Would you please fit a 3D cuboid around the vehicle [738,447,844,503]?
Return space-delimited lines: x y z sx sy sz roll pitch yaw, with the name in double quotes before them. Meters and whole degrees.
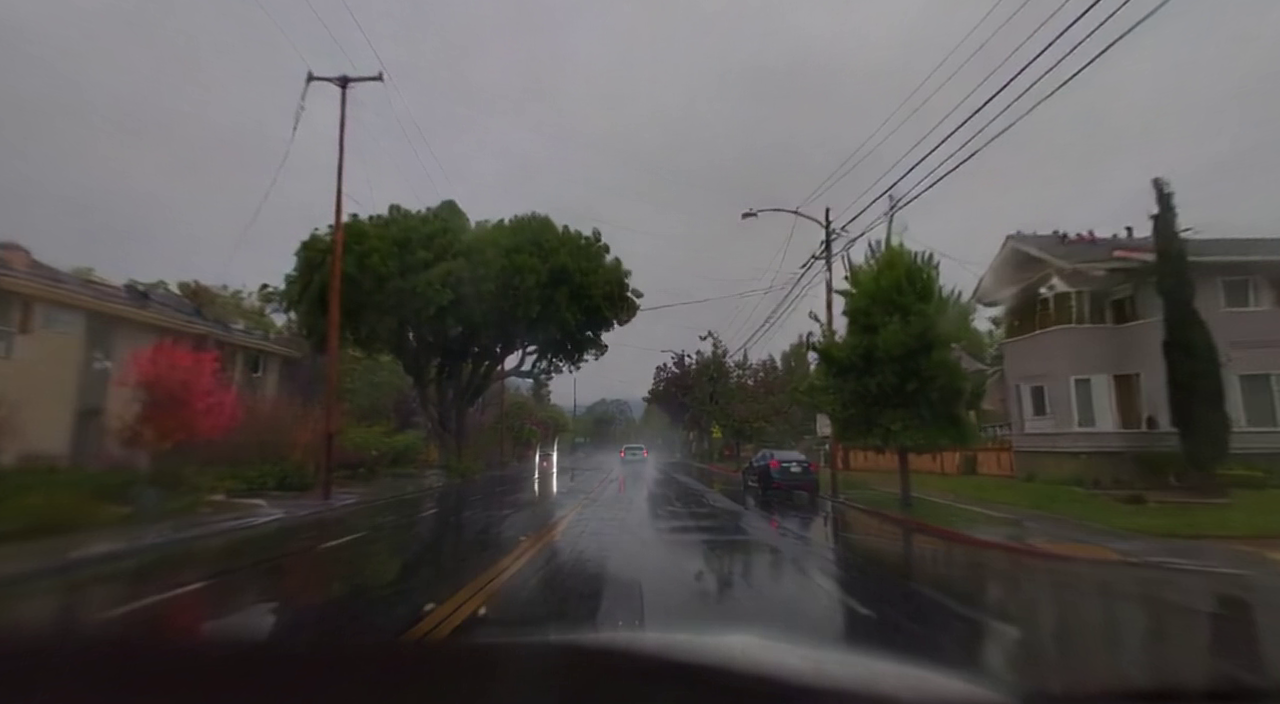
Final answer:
"vehicle" 4.489 3.728 19.640 1.977 1.481 5.155 0 -8 -1

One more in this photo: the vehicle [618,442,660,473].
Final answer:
"vehicle" -0.081 5.559 33.331 2.104 1.500 3.815 0 -8 -1
